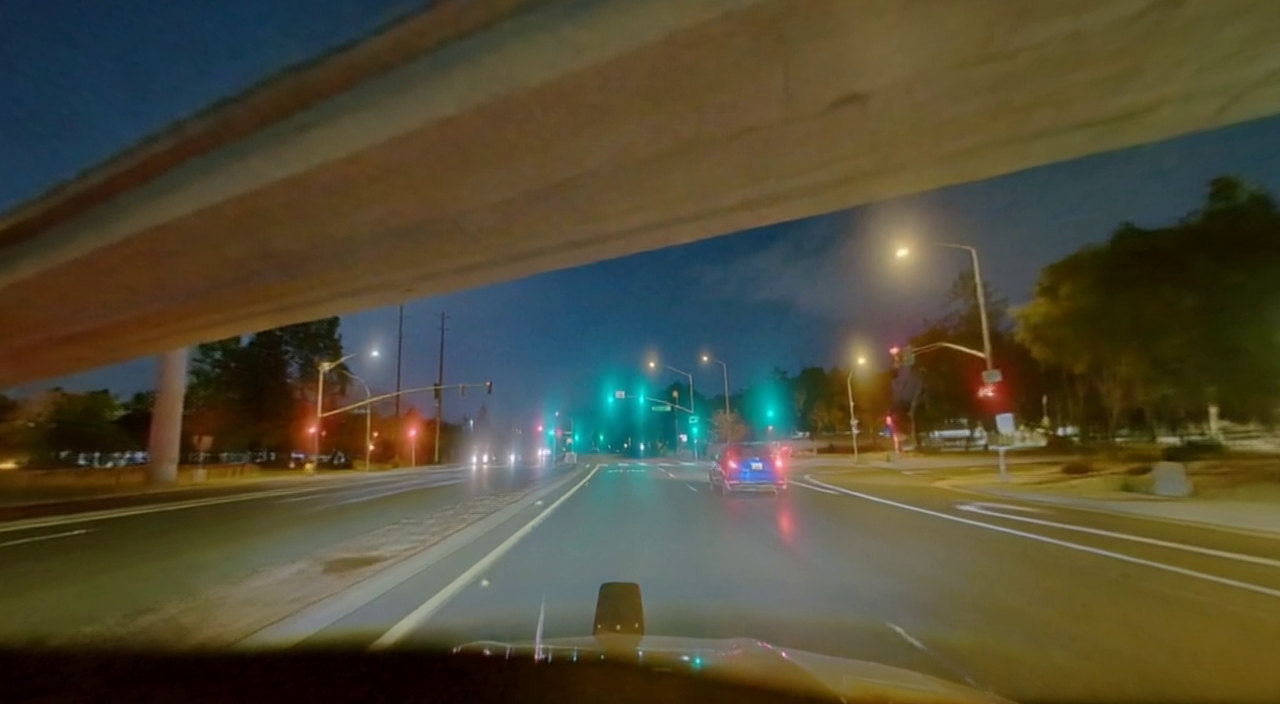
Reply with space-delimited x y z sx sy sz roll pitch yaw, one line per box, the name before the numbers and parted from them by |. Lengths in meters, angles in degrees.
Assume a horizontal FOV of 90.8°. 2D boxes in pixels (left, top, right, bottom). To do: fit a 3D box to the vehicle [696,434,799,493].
vehicle | 2.977 3.213 18.535 2.062 1.484 4.332 0 -8 -2
